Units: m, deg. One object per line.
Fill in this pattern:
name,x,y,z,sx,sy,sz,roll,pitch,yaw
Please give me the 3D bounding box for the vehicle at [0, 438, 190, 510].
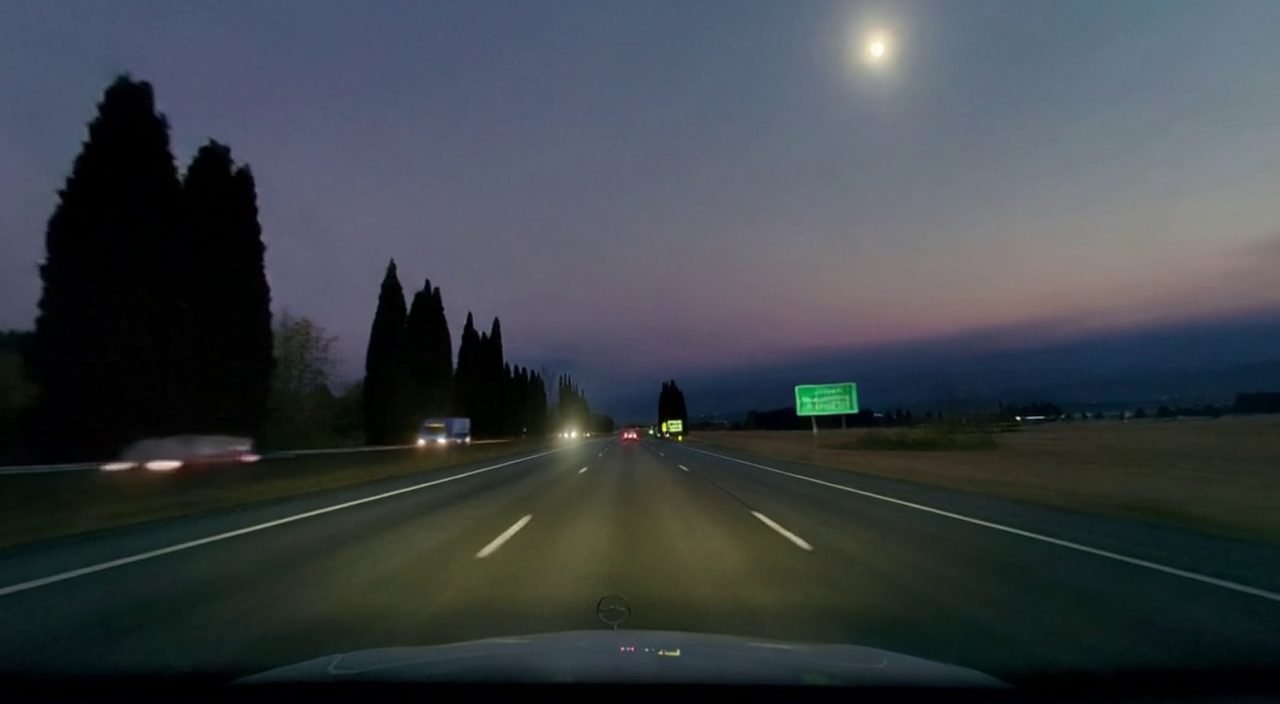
vehicle,-12.565,2.705,14.523,1.671,1.412,3.718,0,-8,-2
